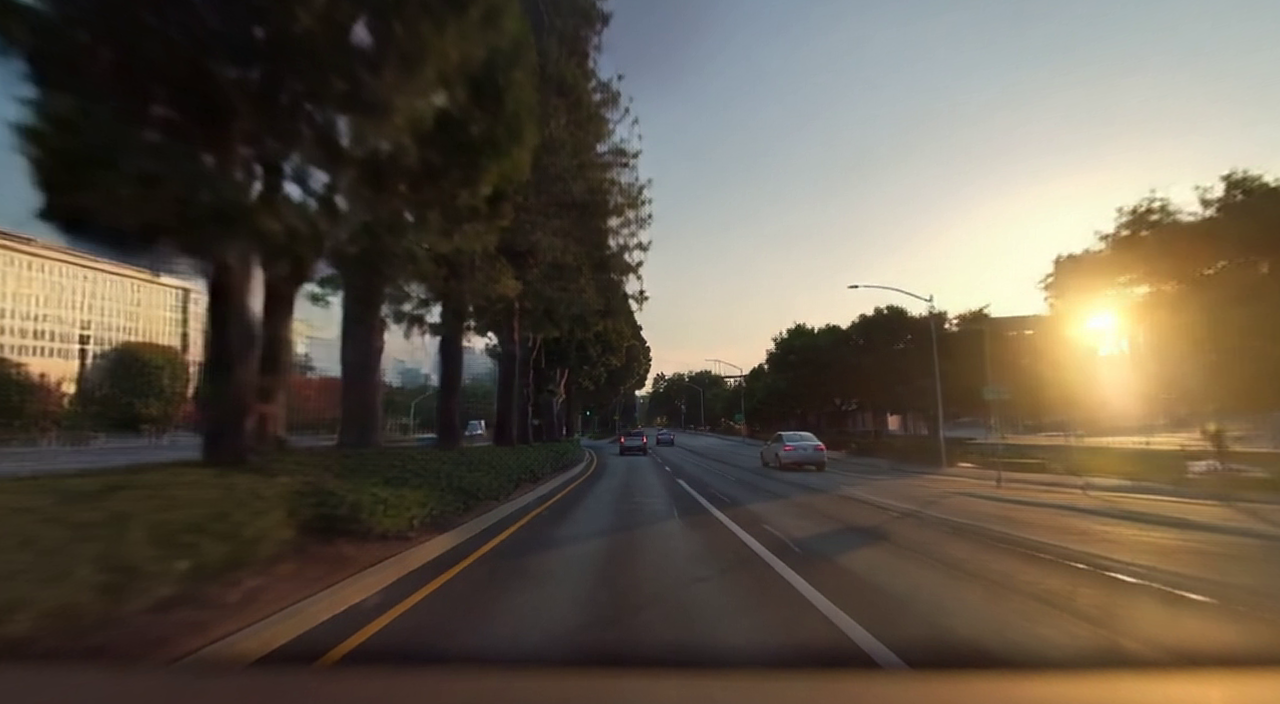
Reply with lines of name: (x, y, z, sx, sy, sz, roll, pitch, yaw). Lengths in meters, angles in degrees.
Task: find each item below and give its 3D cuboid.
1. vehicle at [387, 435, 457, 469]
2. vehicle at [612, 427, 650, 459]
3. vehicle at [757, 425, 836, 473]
vehicle: (-10.915, 5.043, 32.014, 2.002, 1.620, 4.471, 0, -8, -1)
vehicle: (-0.552, 5.482, 38.157, 2.193, 1.794, 4.457, 0, -8, -1)
vehicle: (6.393, 4.016, 26.376, 2.026, 1.804, 4.565, 0, -8, -1)
